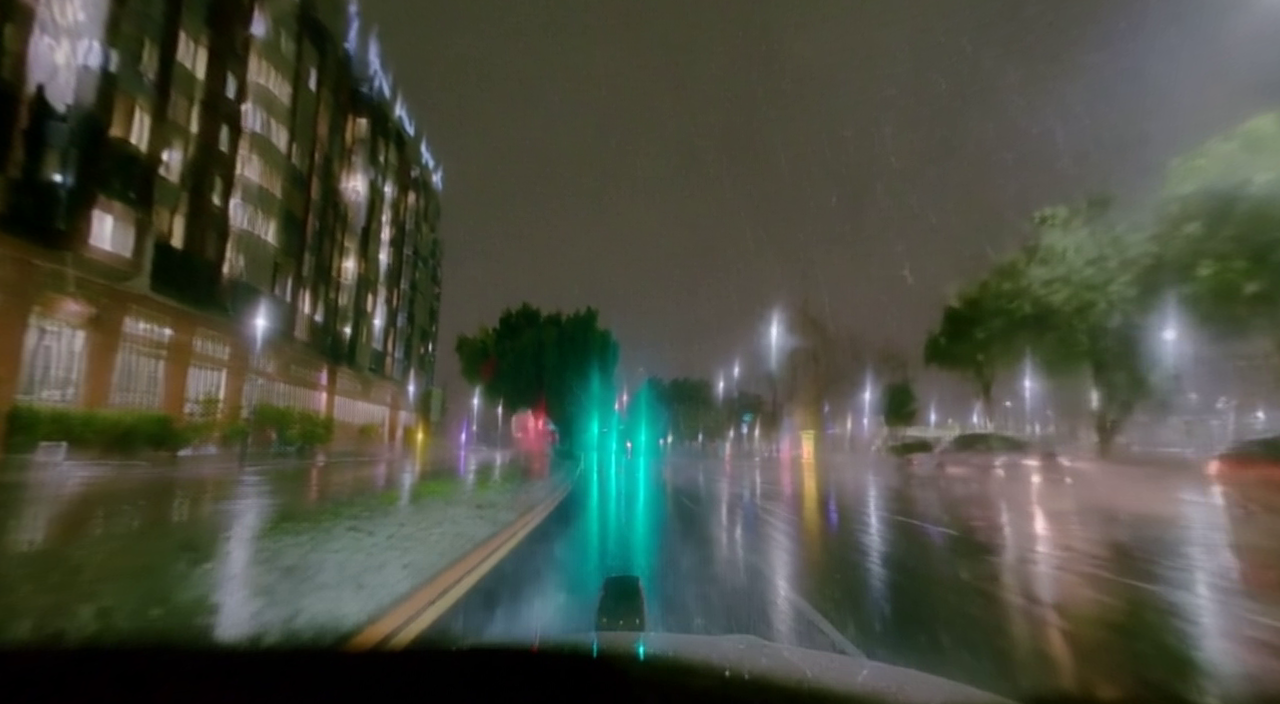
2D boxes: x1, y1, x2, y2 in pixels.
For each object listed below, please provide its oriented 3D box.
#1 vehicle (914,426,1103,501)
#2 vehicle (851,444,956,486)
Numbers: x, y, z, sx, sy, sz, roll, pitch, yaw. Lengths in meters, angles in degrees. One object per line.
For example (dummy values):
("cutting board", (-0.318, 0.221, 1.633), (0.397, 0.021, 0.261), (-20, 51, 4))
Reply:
("vehicle", (10.322, 3.167, 18.392), (2.211, 1.831, 5.275), (0, -9, -1))
("vehicle", (10.099, 4.332, 24.641), (1.891, 1.460, 4.514), (0, -9, -4))
